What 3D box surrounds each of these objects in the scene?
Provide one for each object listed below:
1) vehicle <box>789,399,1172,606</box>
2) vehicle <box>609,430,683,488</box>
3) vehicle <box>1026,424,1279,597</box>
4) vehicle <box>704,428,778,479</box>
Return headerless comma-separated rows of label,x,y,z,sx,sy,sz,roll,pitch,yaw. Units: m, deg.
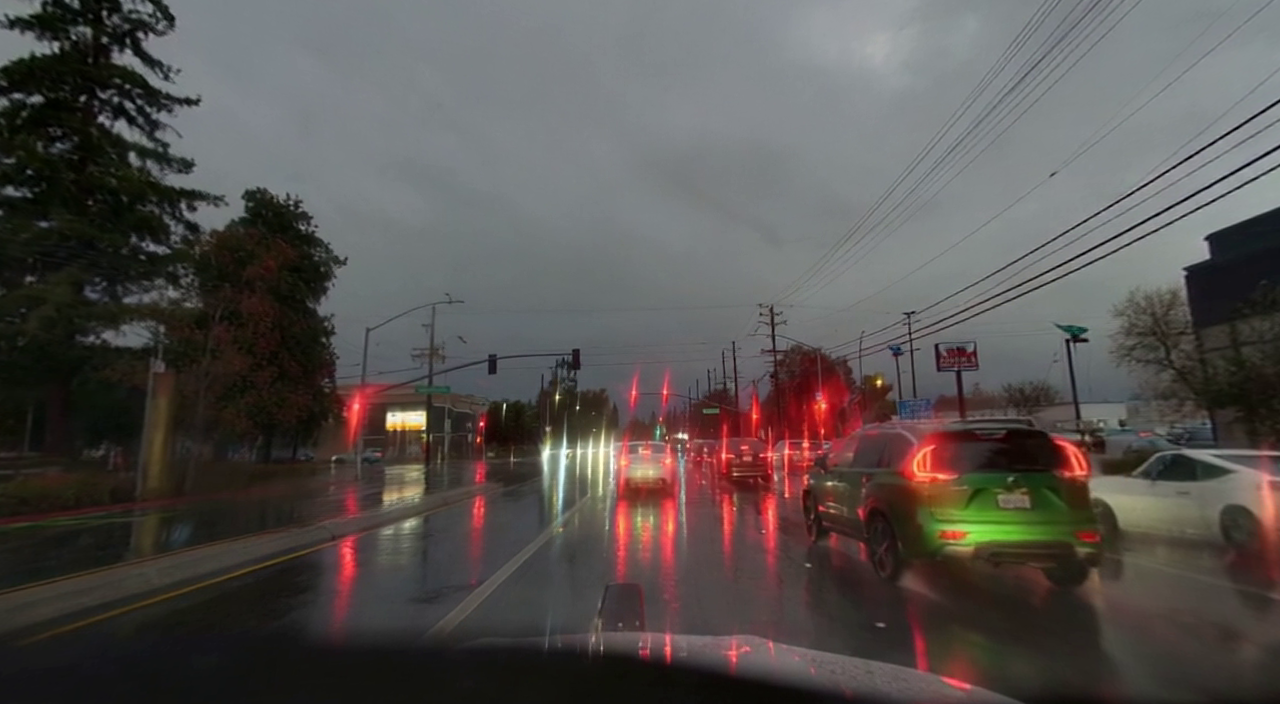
vehicle,3.191,1.507,7.178,1.998,1.620,4.267,0,-9,1
vehicle,0.201,3.412,20.449,2.149,1.668,3.962,0,-9,1
vehicle,6.299,1.478,6.317,1.906,1.435,4.670,0,-9,0
vehicle,3.812,3.945,24.715,2.060,1.789,4.712,0,-9,-1
